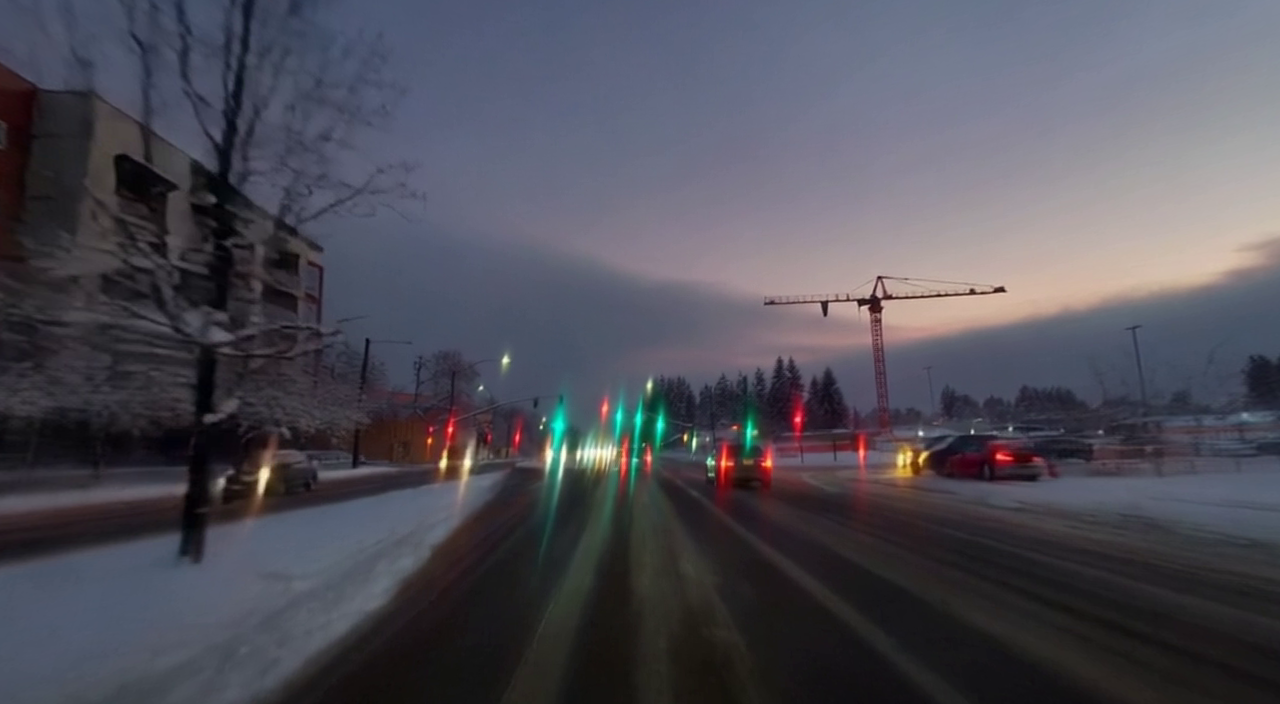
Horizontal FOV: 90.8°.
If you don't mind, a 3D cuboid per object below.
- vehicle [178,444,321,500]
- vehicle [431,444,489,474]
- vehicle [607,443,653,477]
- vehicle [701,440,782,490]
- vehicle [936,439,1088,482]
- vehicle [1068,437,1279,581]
[{"bbox_3d":[-13.061,4.007,21.558,1.929,1.686,4.547,-1,-9,1],"label":"vehicle"},{"bbox_3d":[-10.579,6.285,37.398,1.973,1.646,4.427,-1,-9,2],"label":"vehicle"},{"bbox_3d":[-0.470,5.044,29.680,2.006,1.487,3.535,0,-9,-1],"label":"vehicle"},{"bbox_3d":[3.242,3.700,21.027,1.910,1.474,4.003,0,-9,-2],"label":"vehicle"},{"bbox_3d":[13.390,3.925,22.950,4.256,1.469,1.869,-1,-9,2],"label":"vehicle"},{"bbox_3d":[7.459,1.700,7.160,1.893,1.455,4.571,0,-9,-2],"label":"vehicle"}]
